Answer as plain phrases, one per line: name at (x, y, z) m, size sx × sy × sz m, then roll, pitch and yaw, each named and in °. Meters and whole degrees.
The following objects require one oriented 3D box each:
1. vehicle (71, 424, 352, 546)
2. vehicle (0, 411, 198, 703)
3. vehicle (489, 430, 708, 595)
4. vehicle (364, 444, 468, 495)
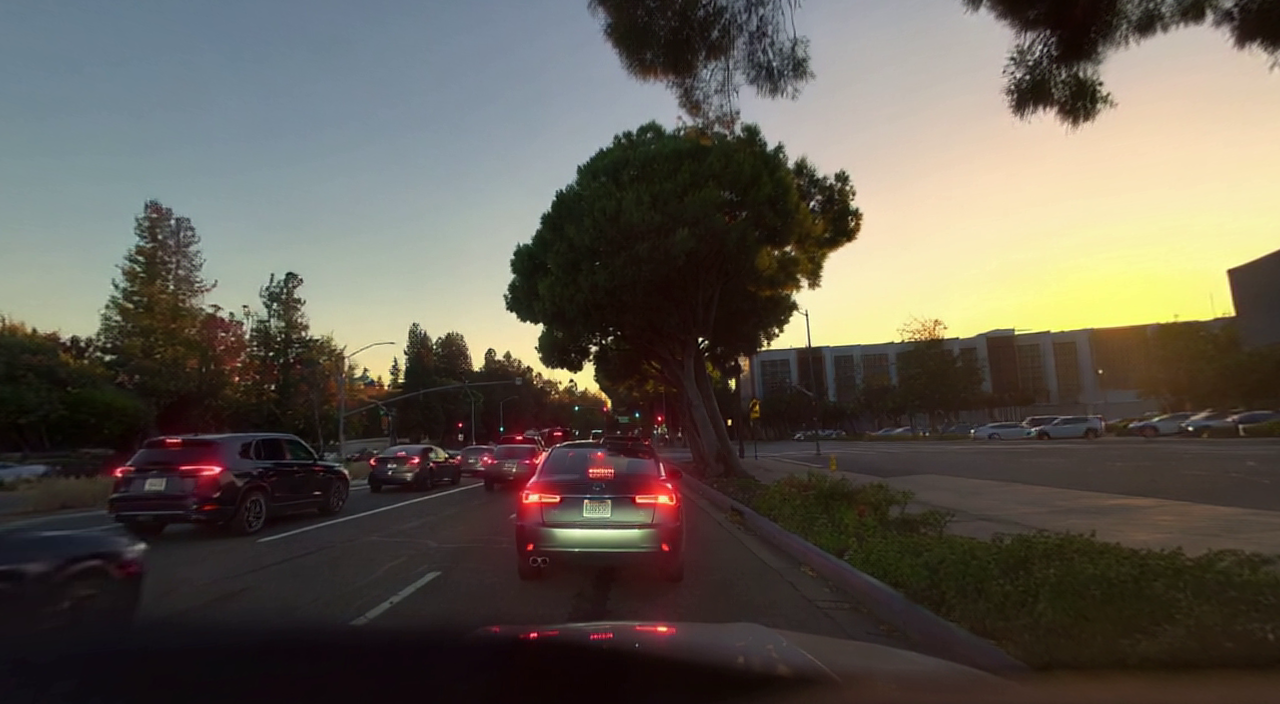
vehicle at (-7.314, 2.284, 11.508) m, size 2.068 × 1.784 × 4.224 m, roll 0°, pitch -9°, yaw 1°
vehicle at (-4.018, 0.893, 1.976) m, size 1.913 × 1.521 × 4.539 m, roll 0°, pitch -9°, yaw 1°
vehicle at (-0.398, 1.817, 8.024) m, size 2.066 × 1.544 × 3.954 m, roll 0°, pitch -9°, yaw 0°
vehicle at (-7.366, 3.884, 21.273) m, size 1.851 × 1.532 × 4.279 m, roll 0°, pitch -9°, yaw 1°
